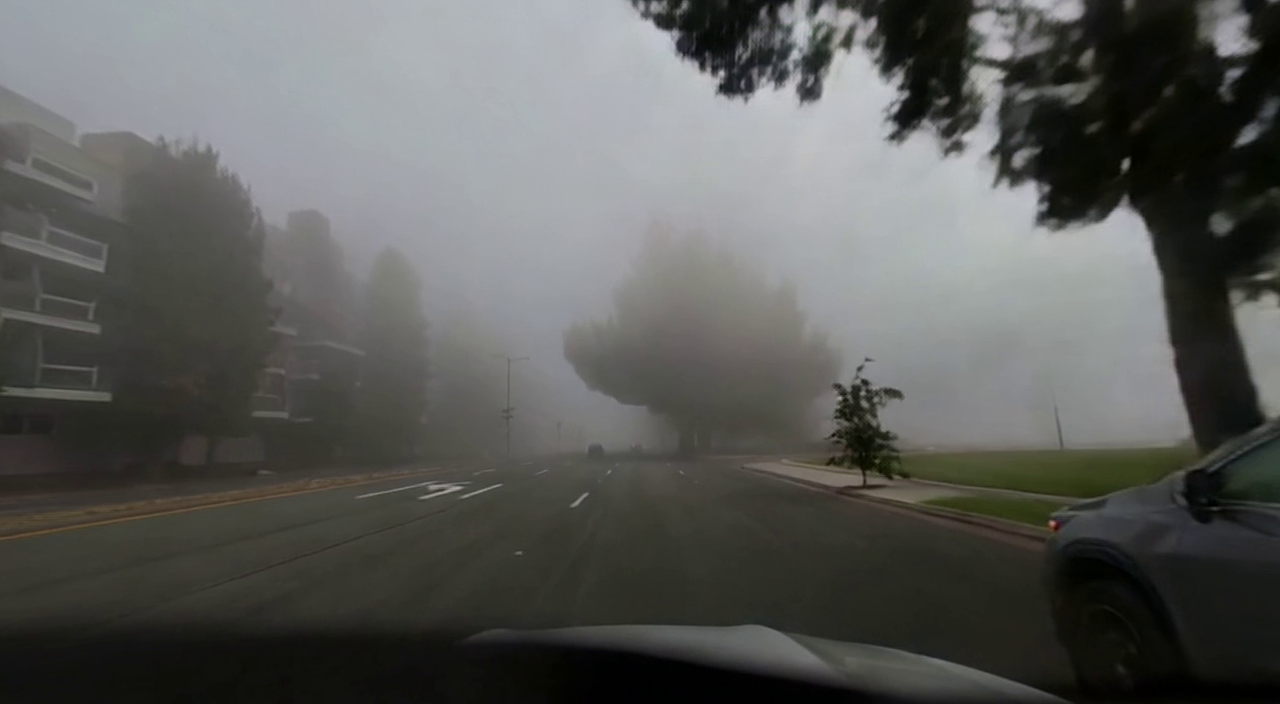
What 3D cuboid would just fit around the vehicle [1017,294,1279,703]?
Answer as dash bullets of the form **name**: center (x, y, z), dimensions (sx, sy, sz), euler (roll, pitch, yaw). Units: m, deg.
- **vehicle**: center (2.984, 0.550, 0.837), dimensions (2.047, 1.768, 4.607), euler (0, -8, -1)
